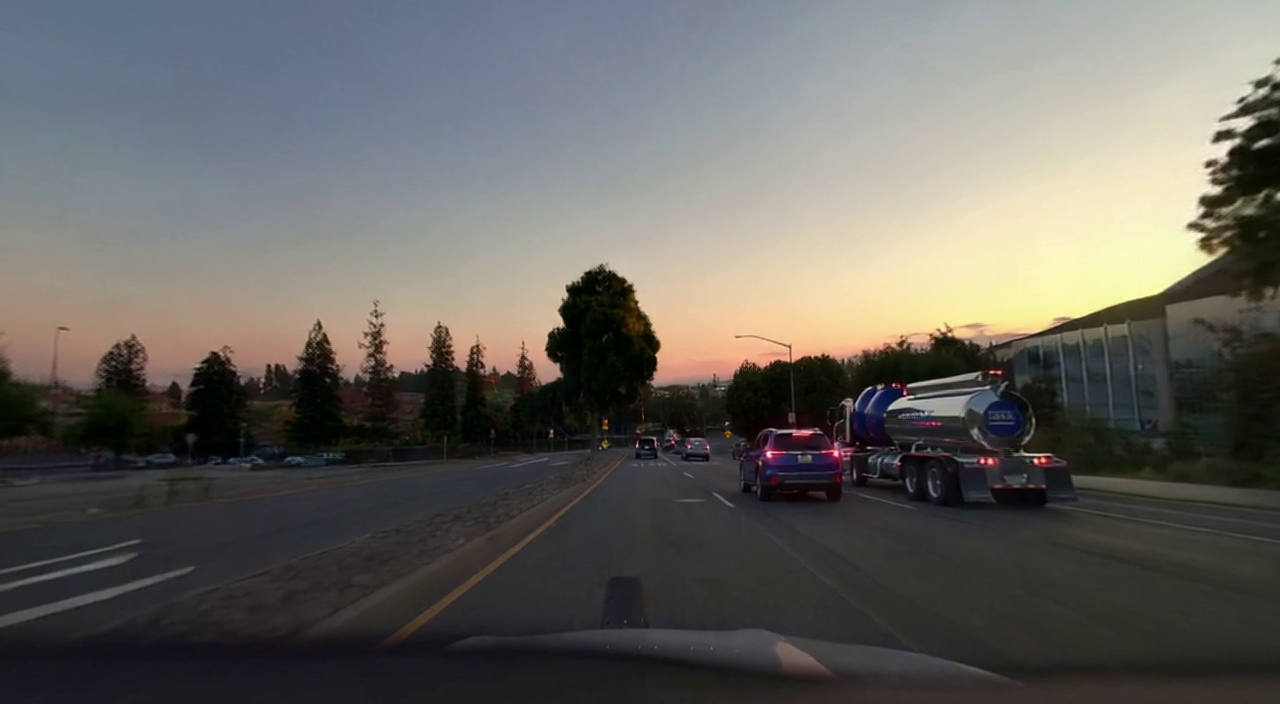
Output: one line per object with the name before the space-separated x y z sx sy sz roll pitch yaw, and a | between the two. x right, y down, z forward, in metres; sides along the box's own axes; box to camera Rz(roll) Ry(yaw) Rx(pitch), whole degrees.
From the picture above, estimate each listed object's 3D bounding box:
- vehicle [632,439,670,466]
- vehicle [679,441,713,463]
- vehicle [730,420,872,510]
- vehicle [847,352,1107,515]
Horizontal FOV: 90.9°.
vehicle | 0.608 6.007 37.589 2.148 1.488 4.002 -1 -9 0
vehicle | 3.851 7.024 44.247 1.917 1.475 4.081 0 -9 -1
vehicle | 3.500 2.581 14.710 2.045 1.729 4.532 -1 -9 -1
vehicle | 7.761 2.098 15.781 2.849 3.207 6.275 -1 -9 -1
